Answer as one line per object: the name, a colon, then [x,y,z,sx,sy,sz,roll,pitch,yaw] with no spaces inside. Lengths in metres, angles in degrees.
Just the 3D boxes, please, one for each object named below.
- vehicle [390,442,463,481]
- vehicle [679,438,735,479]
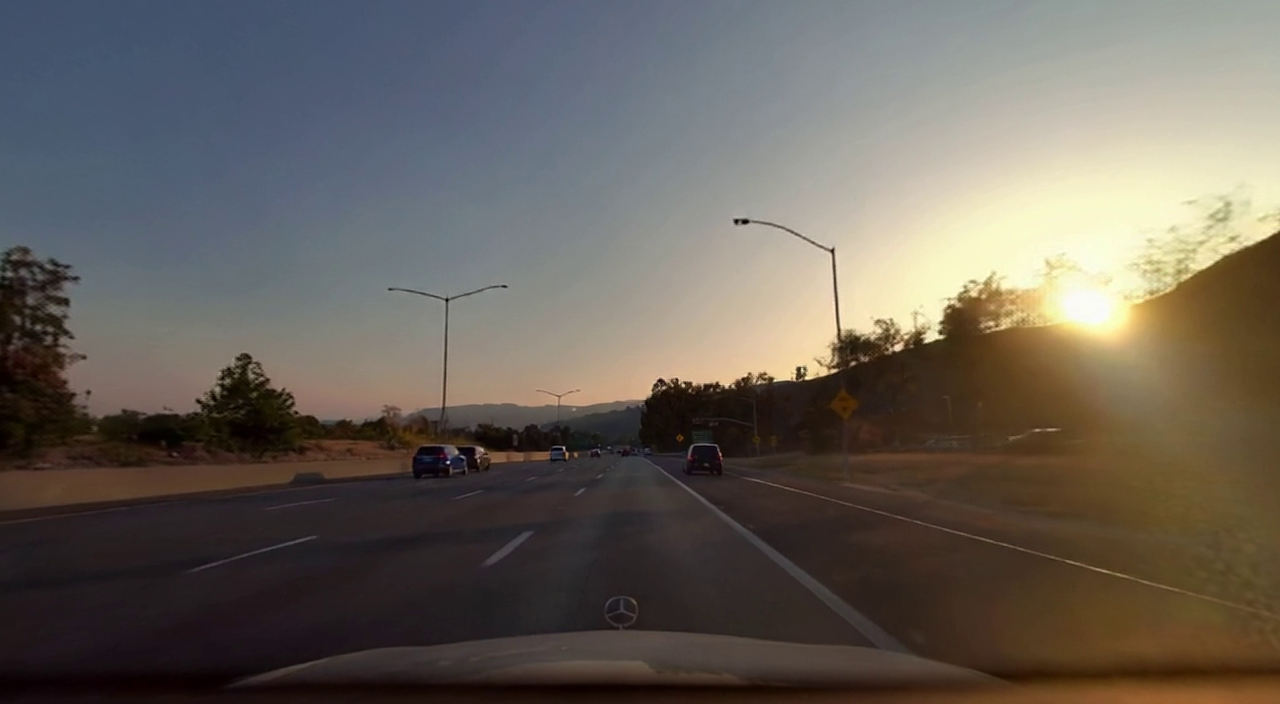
vehicle: [-11.095,5.700,33.076,2.137,1.873,4.687,0,-9,0]
vehicle: [3.276,5.324,31.703,2.184,1.892,4.763,0,-9,-1]
